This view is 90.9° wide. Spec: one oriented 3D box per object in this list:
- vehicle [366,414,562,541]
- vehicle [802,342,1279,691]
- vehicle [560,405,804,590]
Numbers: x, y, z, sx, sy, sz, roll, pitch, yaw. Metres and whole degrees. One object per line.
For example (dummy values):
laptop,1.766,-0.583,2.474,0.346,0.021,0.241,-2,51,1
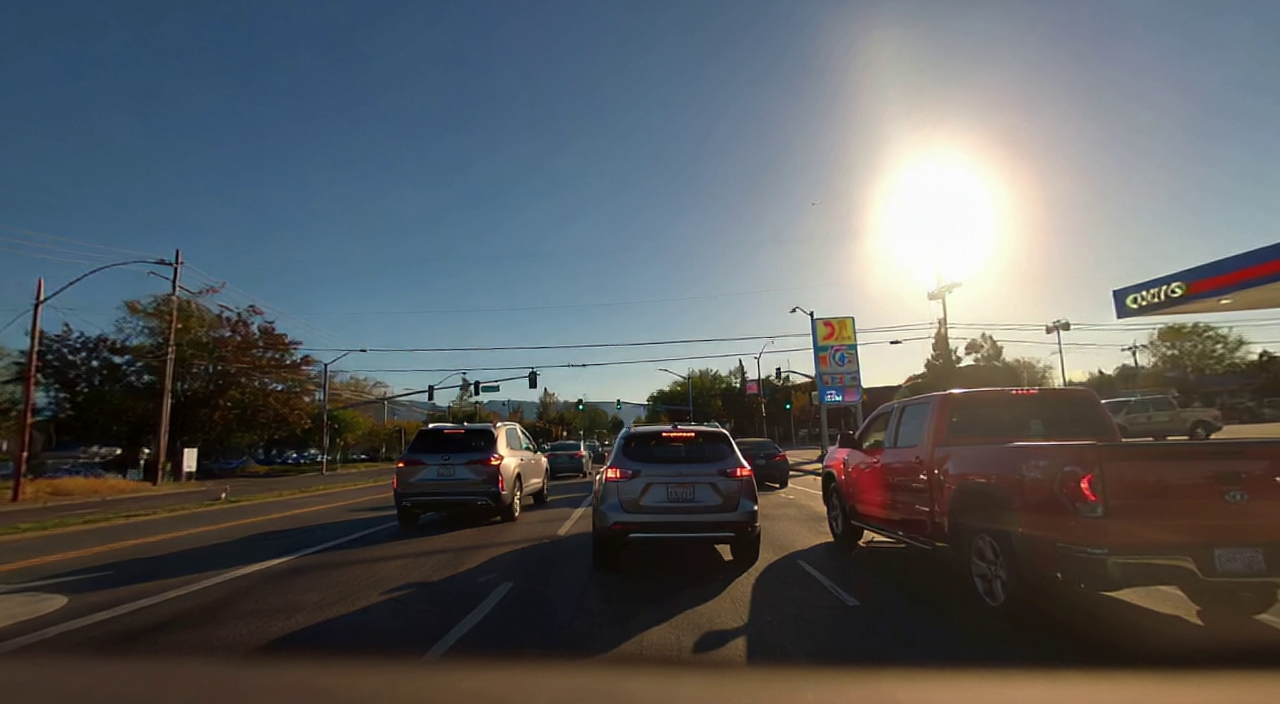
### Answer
vehicle,-2.710,2.051,10.913,2.019,1.731,4.299,0,-8,2
vehicle,3.405,1.261,6.115,2.161,1.868,5.321,0,-8,-1
vehicle,0.363,1.611,7.779,2.181,1.650,4.083,0,-8,0
